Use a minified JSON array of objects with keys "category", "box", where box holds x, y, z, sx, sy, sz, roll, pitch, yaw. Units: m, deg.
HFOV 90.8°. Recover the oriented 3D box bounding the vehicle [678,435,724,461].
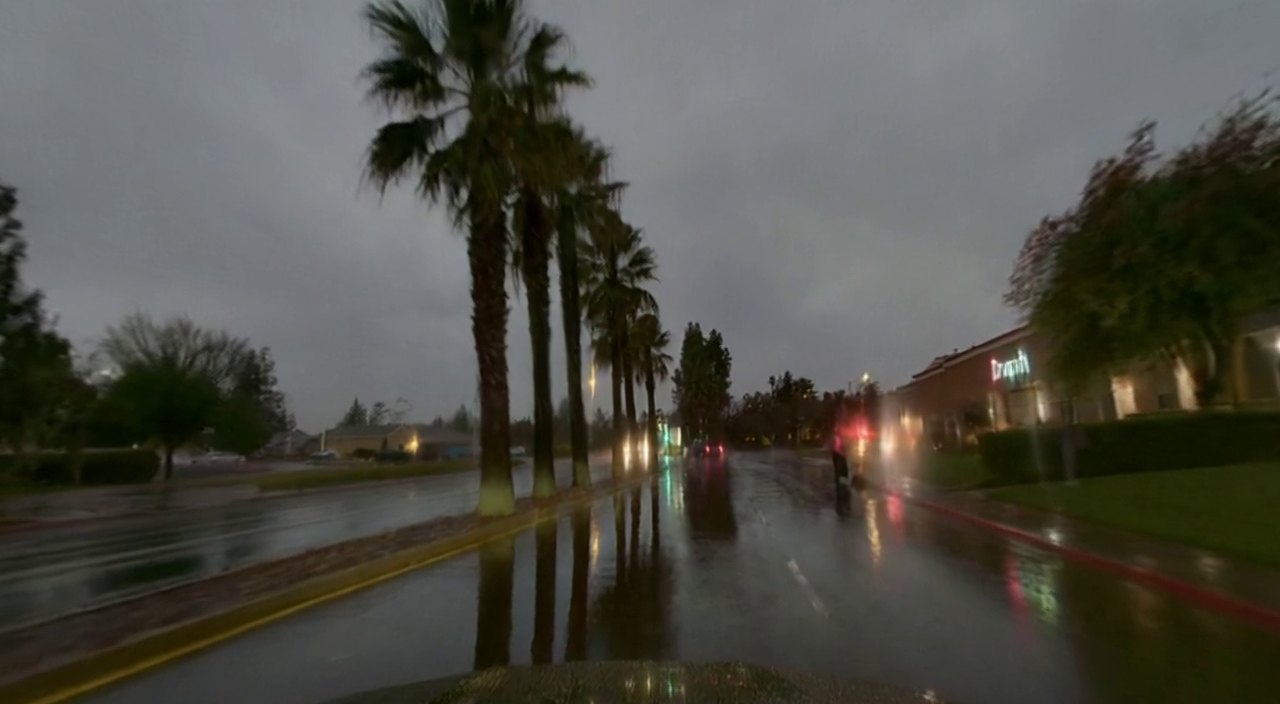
[{"category":"vehicle","box":[4.681,7.459,49.217,2.174,1.863,4.651,2,-8,-13]}]
